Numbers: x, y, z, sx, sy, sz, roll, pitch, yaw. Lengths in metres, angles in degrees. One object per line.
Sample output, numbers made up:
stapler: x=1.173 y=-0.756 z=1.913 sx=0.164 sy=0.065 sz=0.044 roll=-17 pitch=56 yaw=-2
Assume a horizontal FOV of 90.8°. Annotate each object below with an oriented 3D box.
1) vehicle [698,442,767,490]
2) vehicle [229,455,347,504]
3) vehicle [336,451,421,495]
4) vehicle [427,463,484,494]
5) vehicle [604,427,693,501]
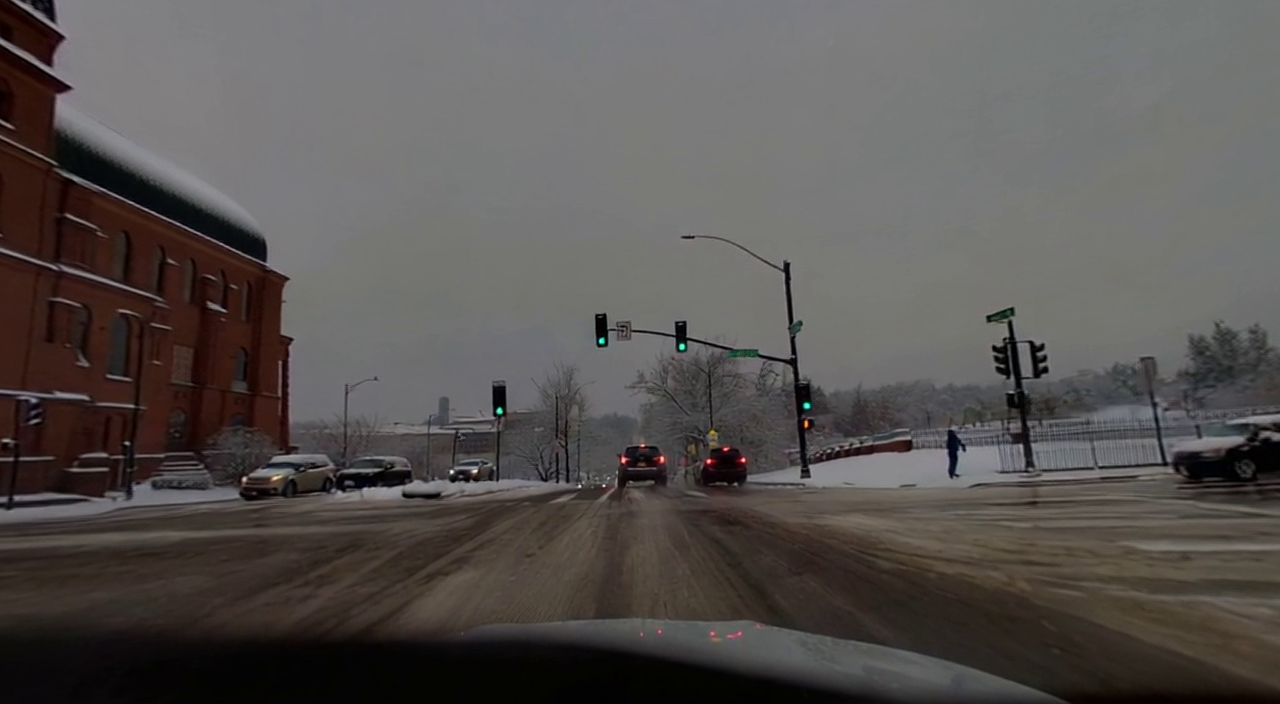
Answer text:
vehicle: x=3.705 y=4.674 z=26.038 sx=2.080 sy=1.735 sz=4.650 roll=2 pitch=-10 yaw=-1
vehicle: x=-14.945 y=5.506 z=27.309 sx=1.969 sy=1.896 sz=5.404 roll=0 pitch=-11 yaw=0
vehicle: x=-11.854 y=5.610 z=29.029 sx=2.069 sy=1.790 sz=4.358 roll=-1 pitch=-12 yaw=-1
vehicle: x=-11.385 y=7.786 z=39.280 sx=2.170 sy=1.746 sz=4.565 roll=0 pitch=-10 yaw=-1
vehicle: x=0.169 y=3.058 z=17.543 sx=2.168 sy=1.776 sz=4.135 roll=0 pitch=-9 yaw=-1
